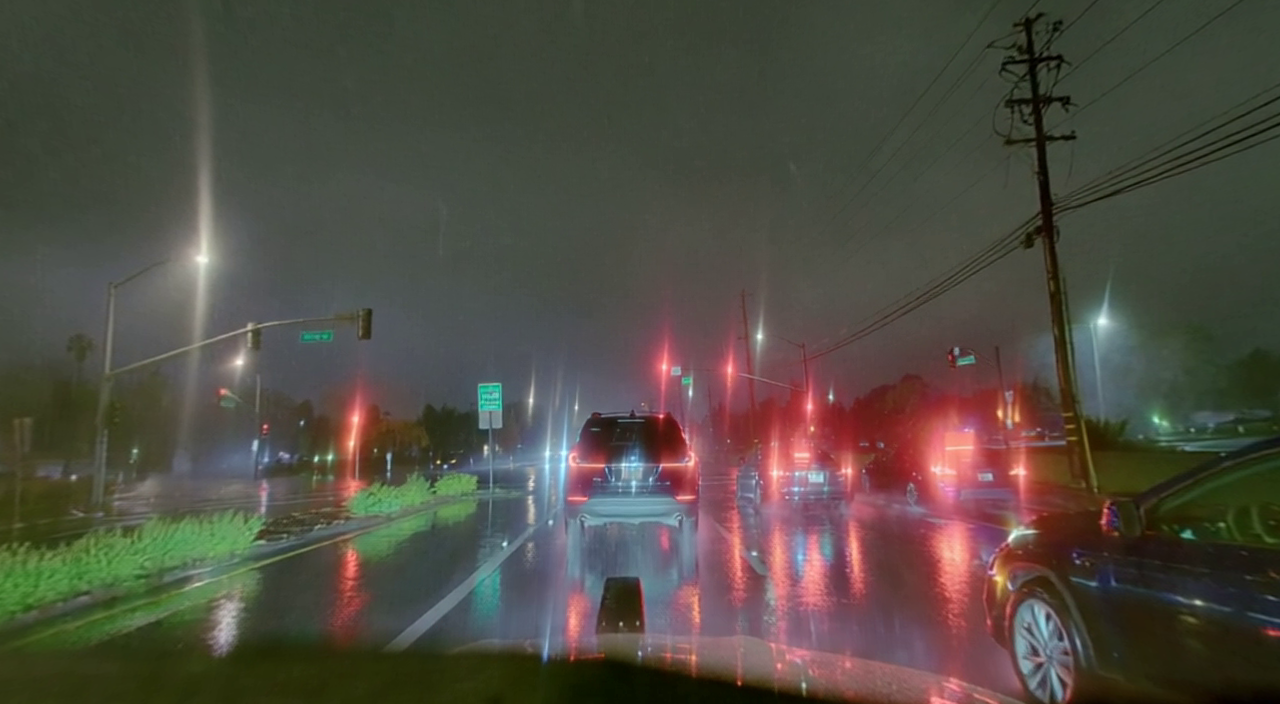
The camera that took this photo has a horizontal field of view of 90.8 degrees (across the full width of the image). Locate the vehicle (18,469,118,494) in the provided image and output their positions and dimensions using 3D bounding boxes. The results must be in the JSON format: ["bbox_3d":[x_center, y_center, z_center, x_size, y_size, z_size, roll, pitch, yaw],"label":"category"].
[{"bbox_3d":[-38.323,8.679,42.411,4.569,1.505,1.992,1,-9,-5],"label":"vehicle"}]

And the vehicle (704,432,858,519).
[{"bbox_3d":[2.657,2.454,13.088,2.025,1.477,4.333,0,-9,-2],"label":"vehicle"}]

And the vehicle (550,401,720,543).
[{"bbox_3d":[-0.121,1.950,10.843,2.236,1.856,4.816,0,-9,-1],"label":"vehicle"}]

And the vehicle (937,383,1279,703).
[{"bbox_3d":[2.730,0.776,1.419,2.004,1.460,4.297,0,-9,0],"label":"vehicle"}]
